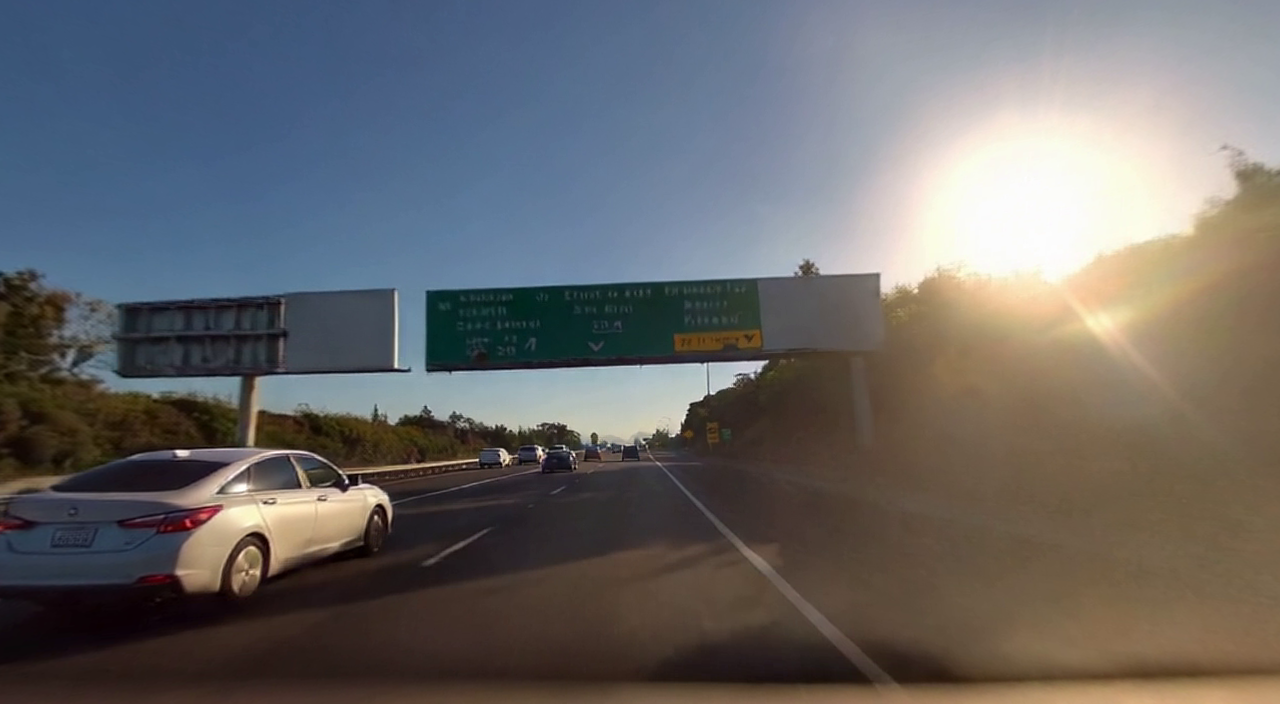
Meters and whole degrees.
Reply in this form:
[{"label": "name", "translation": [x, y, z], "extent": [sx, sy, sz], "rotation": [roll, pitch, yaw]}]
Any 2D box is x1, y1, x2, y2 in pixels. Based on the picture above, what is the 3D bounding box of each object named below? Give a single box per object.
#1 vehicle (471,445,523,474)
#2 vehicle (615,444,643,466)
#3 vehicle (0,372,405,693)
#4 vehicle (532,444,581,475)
[{"label": "vehicle", "translation": [-7.909, 5.959, 35.007], "extent": [1.936, 1.516, 3.904], "rotation": [0, -9, 0]}, {"label": "vehicle", "translation": [-0.779, 7.627, 46.476], "extent": [2.023, 1.479, 3.718], "rotation": [0, -9, 0]}, {"label": "vehicle", "translation": [-4.128, 1.359, 5.861], "extent": [2.074, 1.779, 4.588], "rotation": [0, -9, 0]}, {"label": "vehicle", "translation": [-4.210, 5.476, 32.174], "extent": [1.988, 1.477, 4.118], "rotation": [0, -9, 0]}]
